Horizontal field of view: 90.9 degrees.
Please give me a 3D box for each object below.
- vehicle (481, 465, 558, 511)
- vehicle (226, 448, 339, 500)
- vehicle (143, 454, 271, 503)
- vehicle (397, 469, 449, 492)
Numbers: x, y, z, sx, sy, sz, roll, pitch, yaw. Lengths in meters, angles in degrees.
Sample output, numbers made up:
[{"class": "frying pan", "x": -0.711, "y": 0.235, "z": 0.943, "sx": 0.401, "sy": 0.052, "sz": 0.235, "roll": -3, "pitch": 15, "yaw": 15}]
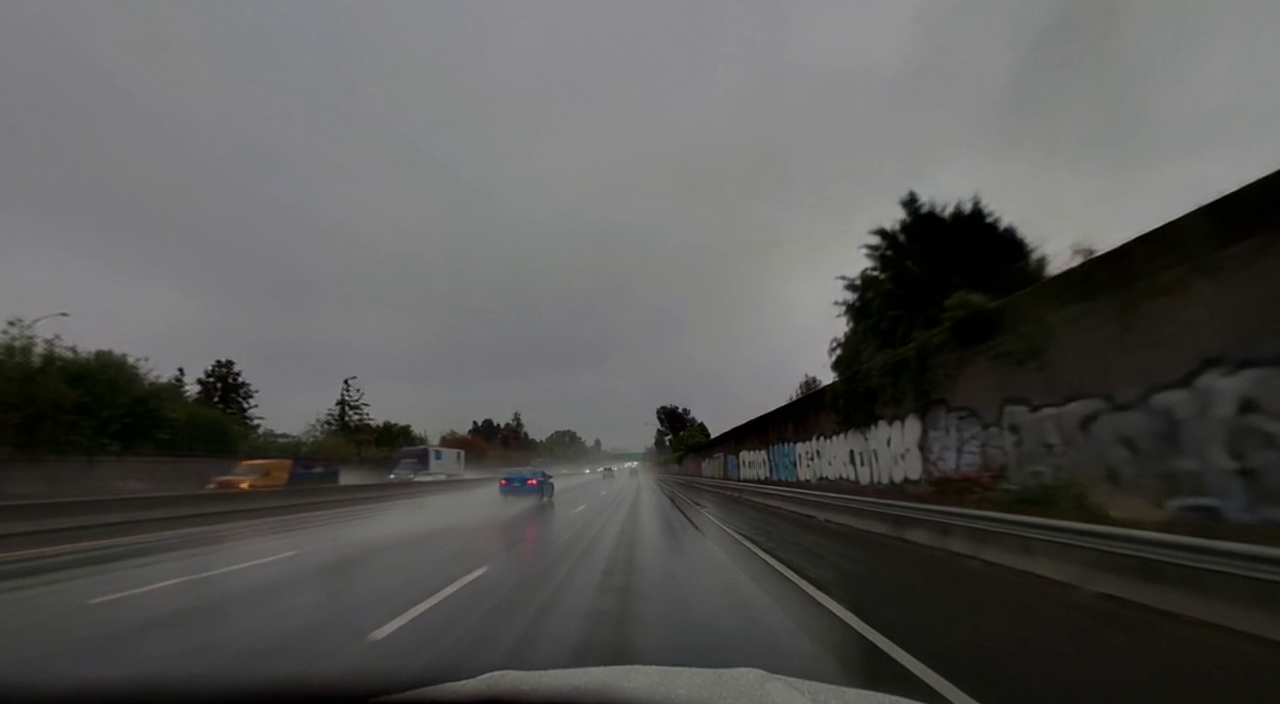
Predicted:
[{"class": "vehicle", "x": -4.145, "y": 4.738, "z": 22.277, "sx": 1.941, "sy": 1.437, "sz": 3.829, "roll": 1, "pitch": -10, "yaw": 0}, {"class": "vehicle", "x": -20.941, "y": 7.226, "z": 37.405, "sx": 2.639, "sy": 2.739, "sz": 6.491, "roll": 0, "pitch": -10, "yaw": 2}, {"class": "vehicle", "x": -21.011, "y": 6.183, "z": 30.987, "sx": 2.234, "sy": 2.115, "sz": 5.503, "roll": 0, "pitch": -10, "yaw": 1}, {"class": "vehicle", "x": -15.231, "y": 9.015, "z": 44.494, "sx": 1.963, "sy": 1.476, "sz": 4.580, "roll": 1, "pitch": -10, "yaw": 0}]
